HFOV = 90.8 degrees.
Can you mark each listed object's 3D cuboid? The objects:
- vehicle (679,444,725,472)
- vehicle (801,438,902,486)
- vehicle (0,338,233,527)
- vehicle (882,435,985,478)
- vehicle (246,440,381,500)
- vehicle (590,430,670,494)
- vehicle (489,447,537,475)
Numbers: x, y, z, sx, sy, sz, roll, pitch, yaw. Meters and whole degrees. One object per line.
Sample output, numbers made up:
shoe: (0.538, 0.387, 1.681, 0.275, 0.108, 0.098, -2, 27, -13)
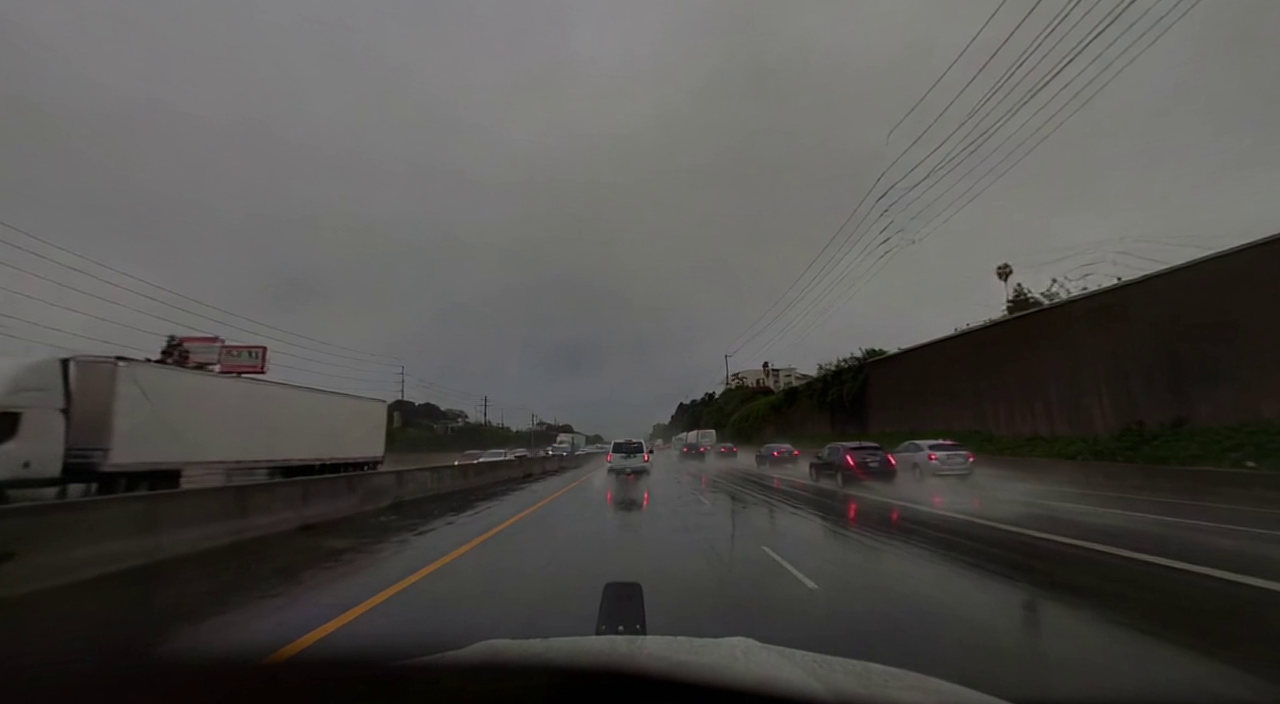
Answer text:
vehicle: (3.361, 5.856, 35.196, 1.934, 1.461, 4.368, 0, -9, -2)
vehicle: (7.093, 3.711, 21.676, 1.958, 1.473, 4.201, 0, -8, -1)
vehicle: (-15.009, 2.178, 16.505, 3.032, 3.968, 8.215, 0, -8, 1)
vehicle: (11.345, 4.051, 24.747, 1.944, 1.505, 4.138, 0, -8, -1)
vehicle: (-11.478, 4.145, 22.745, 2.102, 1.874, 5.112, 0, -8, 0)
vehicle: (-0.300, 3.521, 20.568, 2.298, 1.809, 4.359, 0, -8, 0)
vehicle: (-7.792, 6.692, 39.160, 2.011, 1.598, 4.342, 0, -8, 0)
